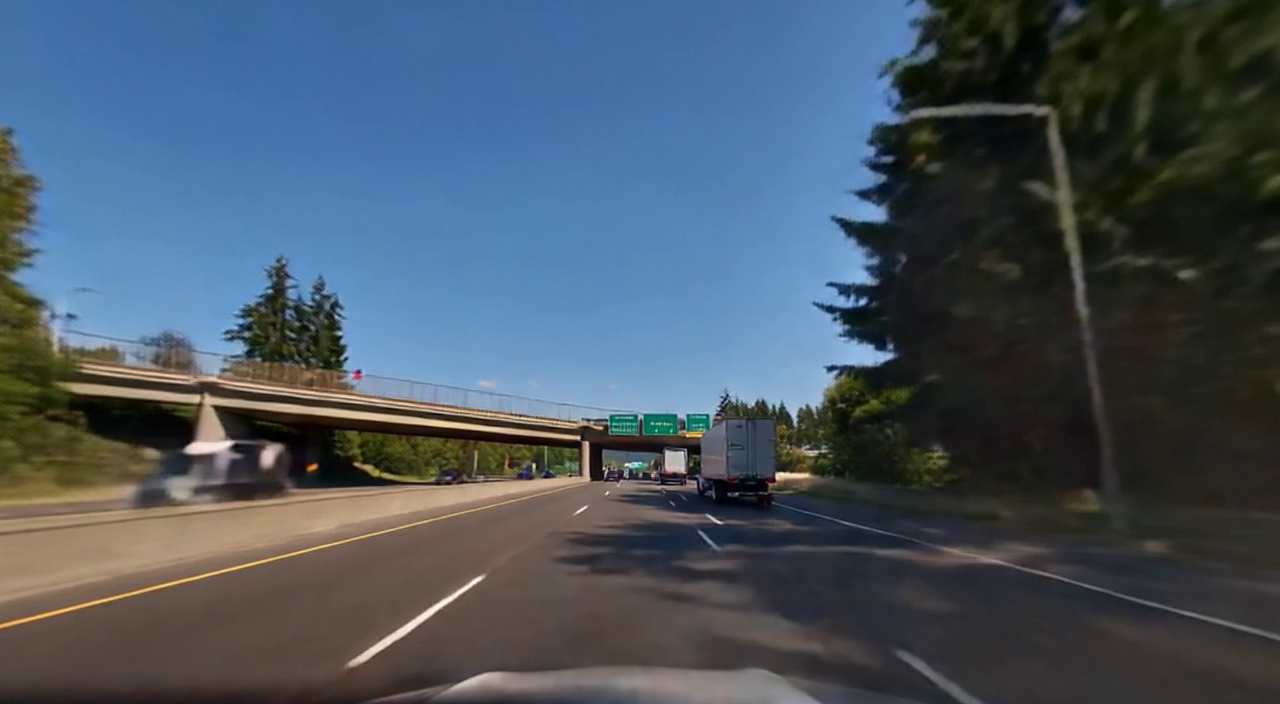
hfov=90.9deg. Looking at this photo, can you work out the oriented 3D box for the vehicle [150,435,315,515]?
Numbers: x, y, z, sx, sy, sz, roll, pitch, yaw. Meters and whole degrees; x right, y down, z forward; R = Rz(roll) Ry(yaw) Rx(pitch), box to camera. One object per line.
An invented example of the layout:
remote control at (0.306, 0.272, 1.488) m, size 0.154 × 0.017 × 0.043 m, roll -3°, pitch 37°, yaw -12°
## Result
vehicle at (-15.705, 4.839, 24.935) m, size 2.273 × 2.708 × 6.121 m, roll 1°, pitch -10°, yaw 0°
